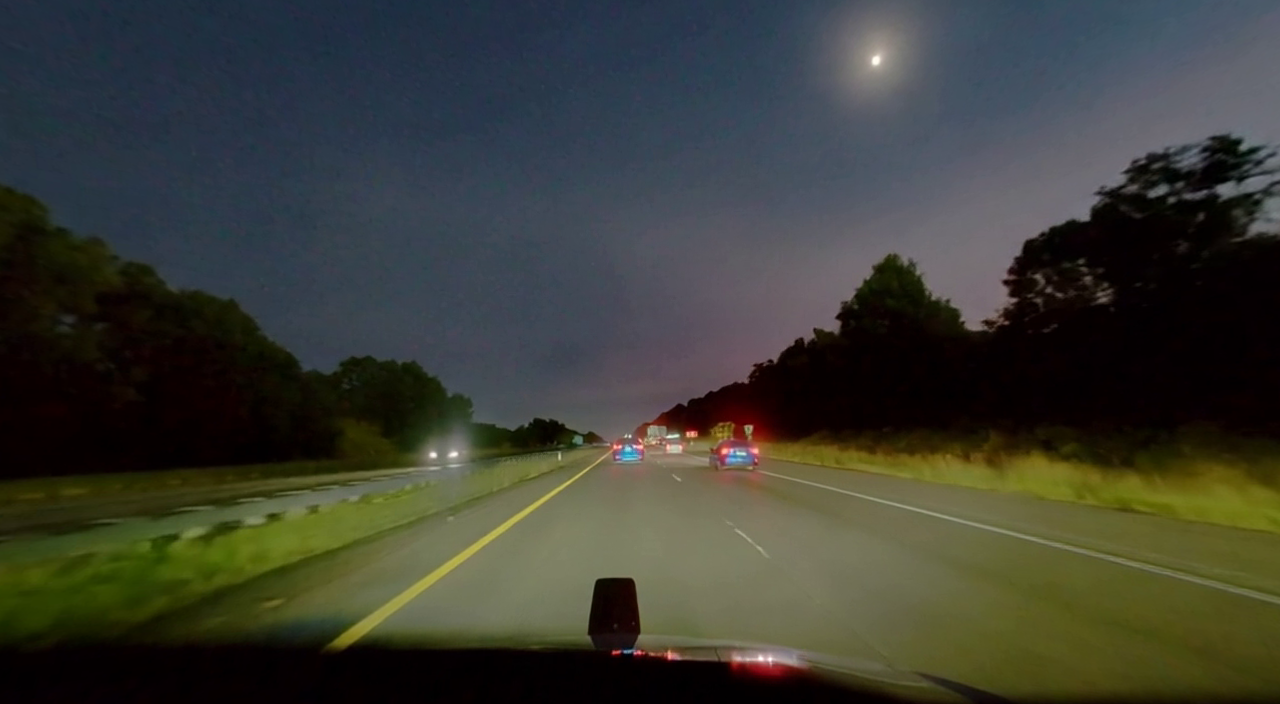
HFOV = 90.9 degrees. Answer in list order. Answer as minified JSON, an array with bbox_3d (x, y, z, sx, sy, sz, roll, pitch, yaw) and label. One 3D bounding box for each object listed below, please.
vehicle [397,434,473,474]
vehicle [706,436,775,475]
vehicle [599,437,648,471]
[{"bbox_3d":[-9.882,4.923,30.810,2.178,1.789,4.689,0,-8,-1],"label":"vehicle"},{"bbox_3d":[4.163,4.330,26.830,2.066,1.526,4.216,0,-8,-3],"label":"vehicle"},{"bbox_3d":[-0.766,4.732,29.604,2.143,1.466,3.693,0,-7,-1],"label":"vehicle"}]
